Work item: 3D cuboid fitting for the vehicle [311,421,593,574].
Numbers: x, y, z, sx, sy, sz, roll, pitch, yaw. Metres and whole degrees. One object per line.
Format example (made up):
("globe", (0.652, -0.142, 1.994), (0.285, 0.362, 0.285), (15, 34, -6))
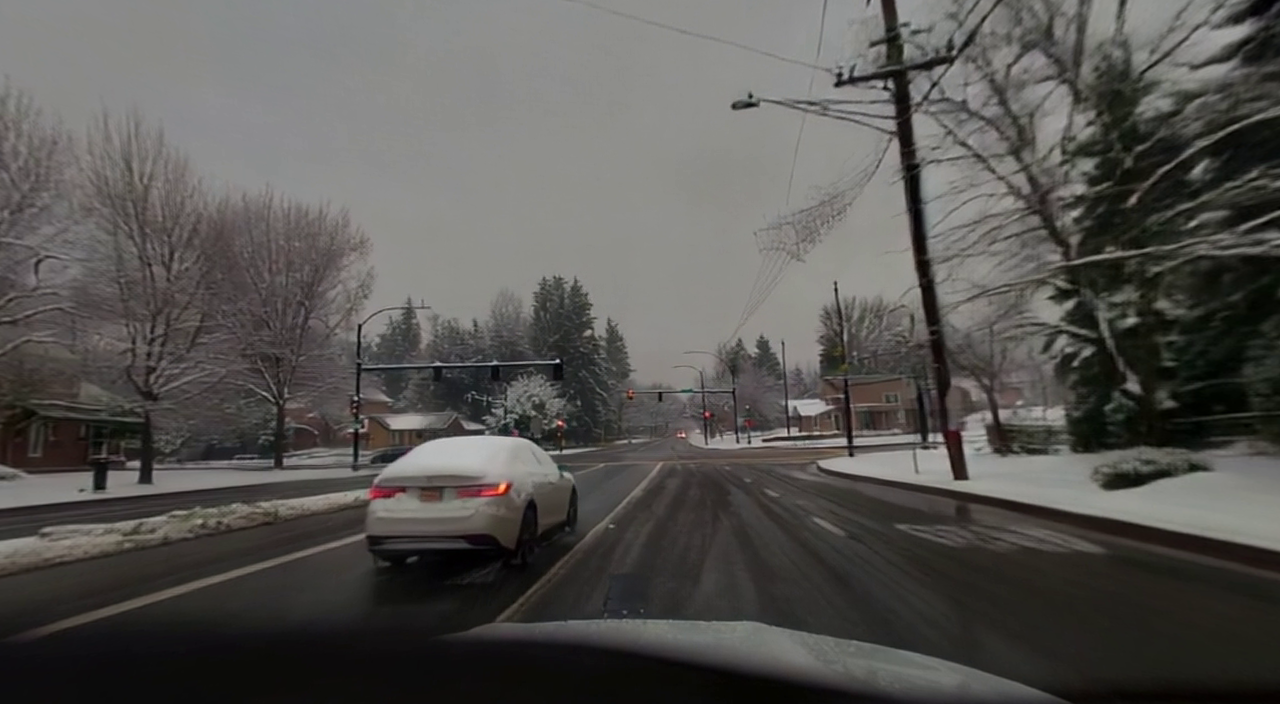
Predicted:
("vehicle", (-2.172, 1.875, 9.065), (2.139, 1.564, 4.901), (-1, -8, 6))
